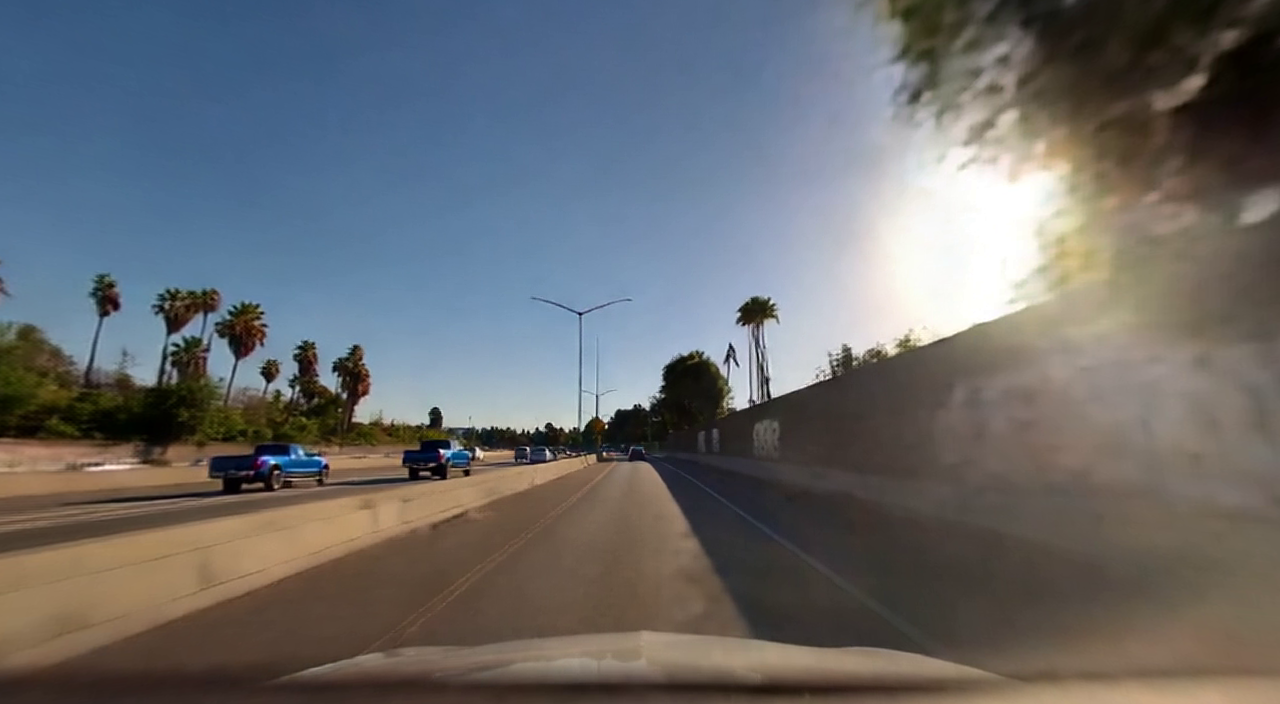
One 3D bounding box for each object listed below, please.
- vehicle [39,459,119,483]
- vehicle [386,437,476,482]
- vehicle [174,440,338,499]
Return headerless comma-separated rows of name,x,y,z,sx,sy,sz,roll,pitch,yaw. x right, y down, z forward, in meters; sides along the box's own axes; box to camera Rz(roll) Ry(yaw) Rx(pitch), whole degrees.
vehicle,-39.782,8.397,44.838,1.807,1.531,4.230,0,-9,-1
vehicle,-9.975,5.179,30.719,2.342,1.999,5.594,0,-9,1
vehicle,-13.881,4.268,23.457,2.272,1.882,5.941,0,-9,1
